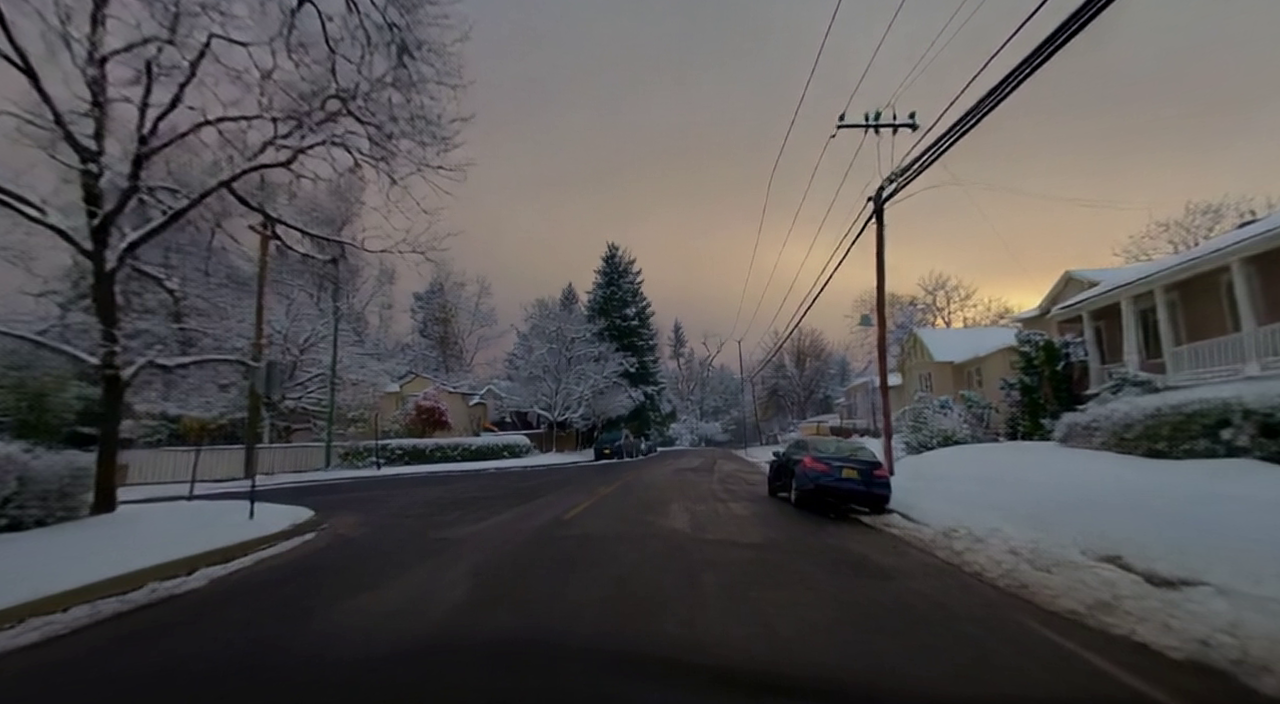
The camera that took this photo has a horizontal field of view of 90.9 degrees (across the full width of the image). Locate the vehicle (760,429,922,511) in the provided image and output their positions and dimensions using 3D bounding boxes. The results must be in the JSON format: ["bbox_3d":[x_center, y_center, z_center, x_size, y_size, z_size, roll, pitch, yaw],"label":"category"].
[{"bbox_3d":[4.099,2.492,13.924,2.151,1.468,5.066,0,-8,3],"label":"vehicle"}]

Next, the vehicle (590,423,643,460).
[{"bbox_3d":[-1.235,5.229,36.782,2.463,1.951,5.794,-1,-8,4],"label":"vehicle"}]

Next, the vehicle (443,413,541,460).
[{"bbox_3d":[-9.310,5.385,40.068,5.828,2.818,2.231,2,-8,-12],"label":"vehicle"}]
